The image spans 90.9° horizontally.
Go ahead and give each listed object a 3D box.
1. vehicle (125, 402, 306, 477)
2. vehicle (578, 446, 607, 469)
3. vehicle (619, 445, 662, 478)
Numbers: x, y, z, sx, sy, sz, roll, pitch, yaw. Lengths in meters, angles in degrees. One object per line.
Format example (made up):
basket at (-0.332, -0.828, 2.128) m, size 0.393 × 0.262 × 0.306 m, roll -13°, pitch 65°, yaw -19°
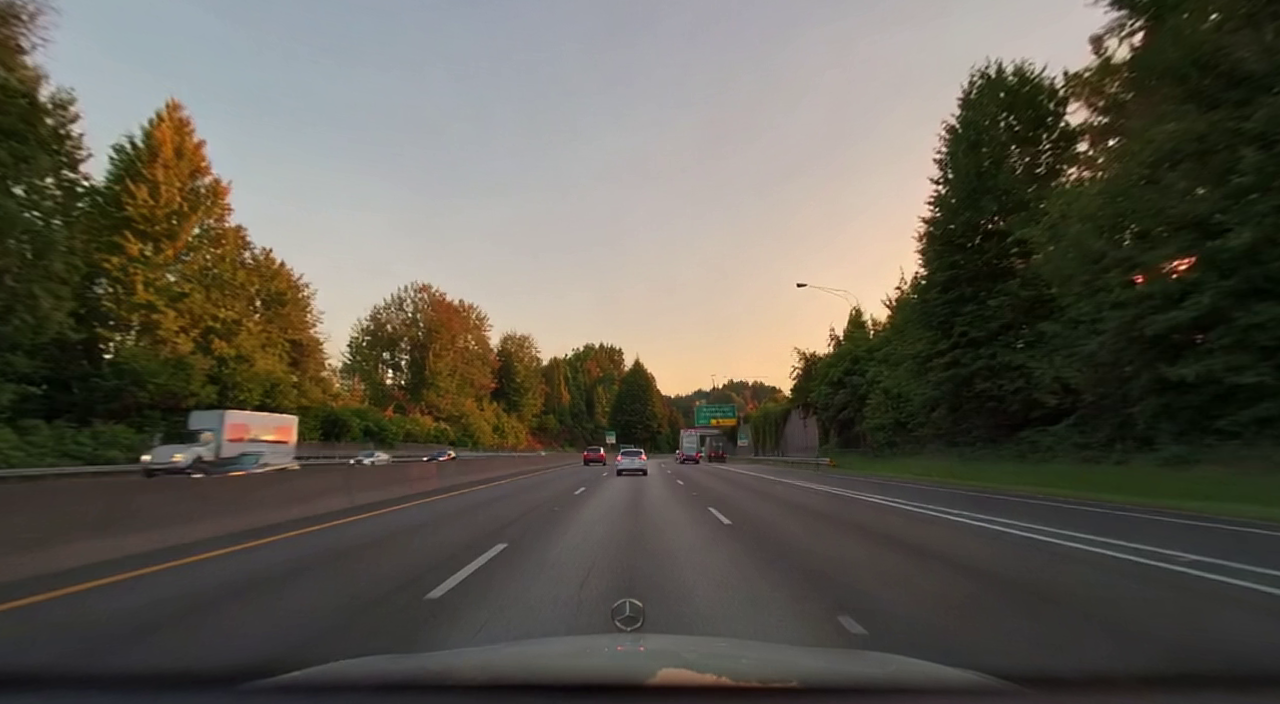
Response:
vehicle at (-24.694, 5.325, 37.729) m, size 3.117 × 3.806 × 10.287 m, roll -1°, pitch -9°, yaw 3°
vehicle at (-3.431, 7.702, 46.036) m, size 1.874 × 1.555 × 3.487 m, roll 0°, pitch -9°, yaw 0°
vehicle at (0.027, 5.510, 31.813) m, size 2.035 × 1.513 × 4.272 m, roll 0°, pitch -9°, yaw 0°
